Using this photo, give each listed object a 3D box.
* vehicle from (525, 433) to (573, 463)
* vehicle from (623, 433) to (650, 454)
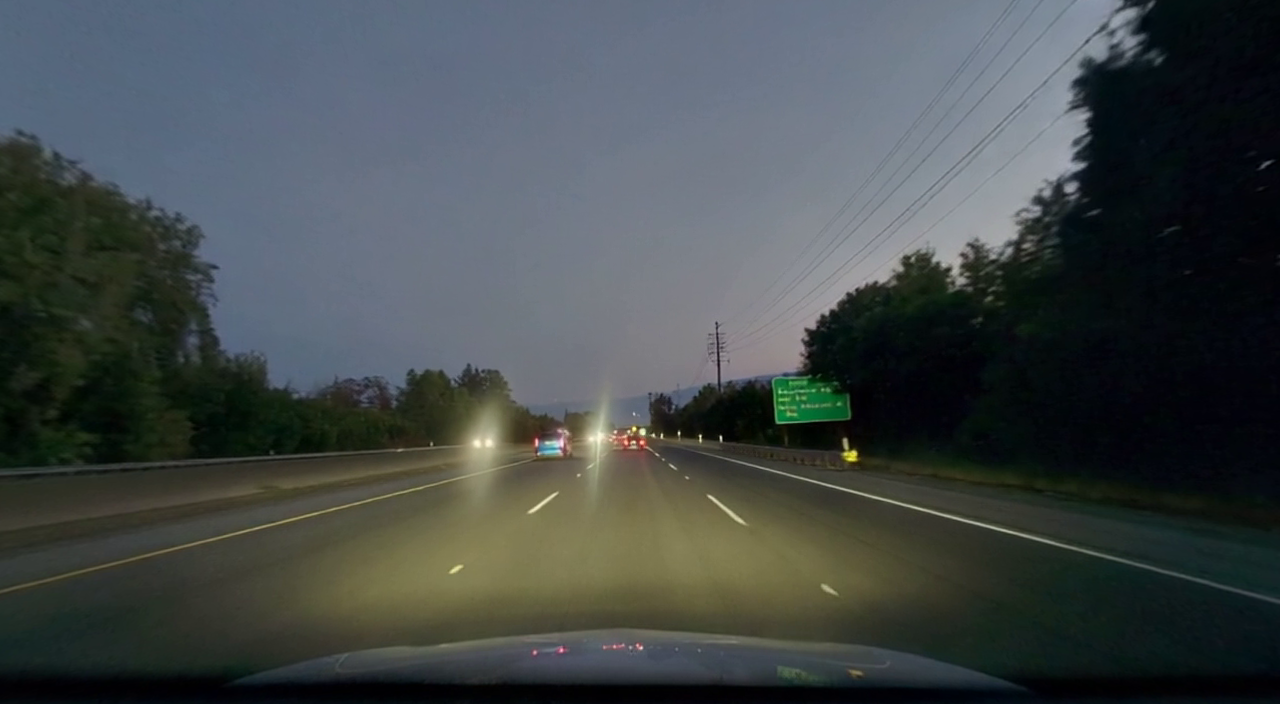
[{"bbox_3d":[-4.624,4.926,32.609,1.911,1.477,3.807,0,-8,0],"label":"vehicle"},{"bbox_3d":[-0.281,6.636,45.752,1.890,1.472,3.716,0,-8,-1],"label":"vehicle"}]
